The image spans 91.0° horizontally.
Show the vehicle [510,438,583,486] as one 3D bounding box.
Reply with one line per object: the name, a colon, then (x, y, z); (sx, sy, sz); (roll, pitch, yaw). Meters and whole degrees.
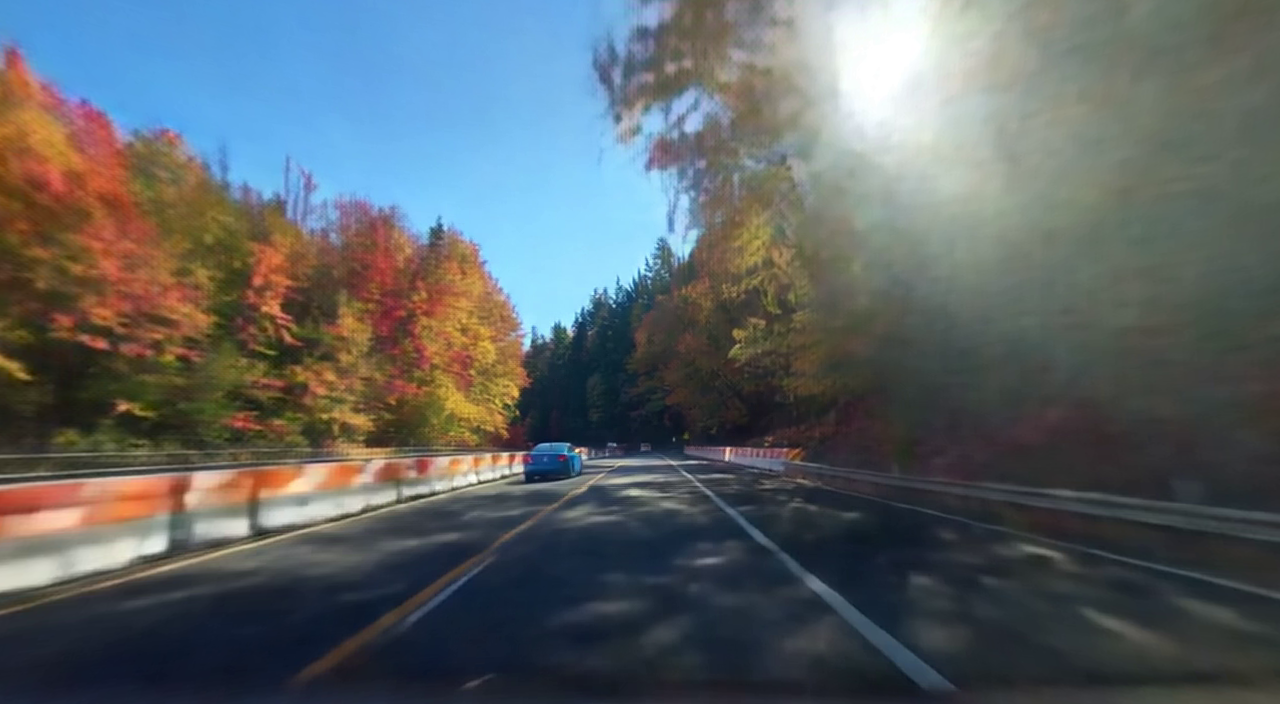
vehicle: (-3.172, 3.825, 22.201); (1.902, 1.505, 4.016); (0, -8, 1)
